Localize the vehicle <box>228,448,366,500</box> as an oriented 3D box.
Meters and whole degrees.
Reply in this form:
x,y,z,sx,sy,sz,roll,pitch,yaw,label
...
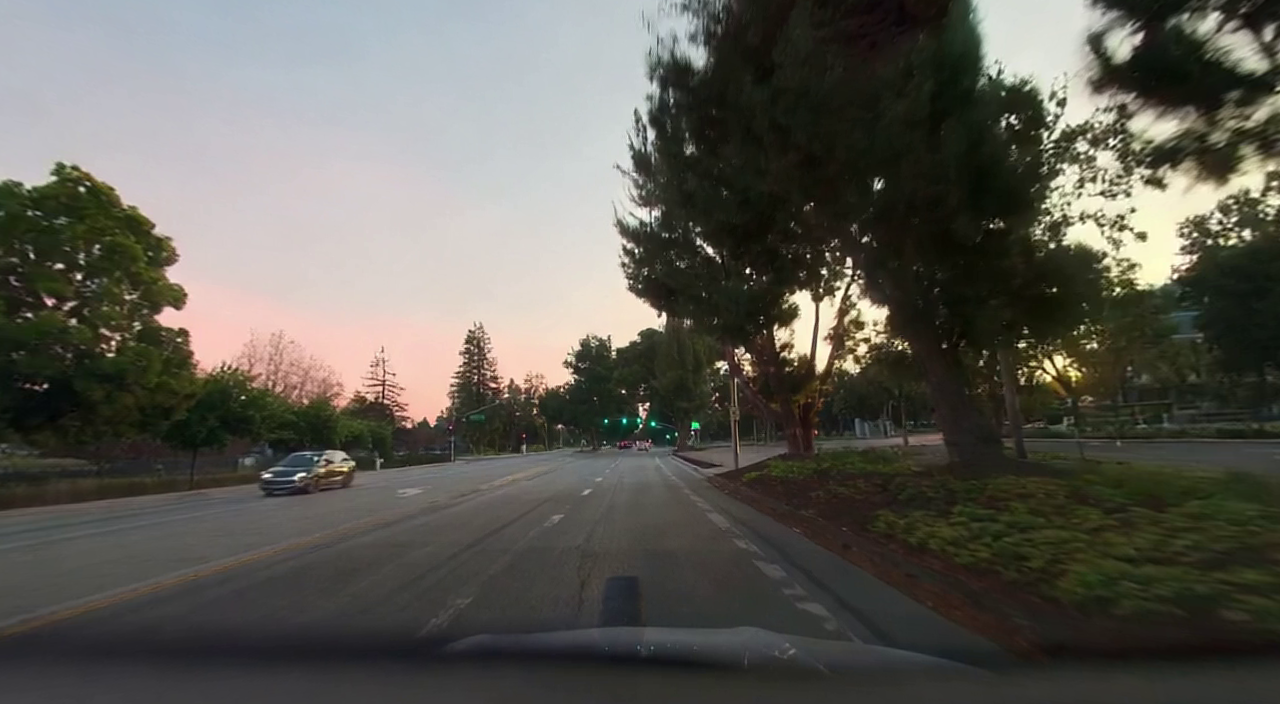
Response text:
x,y,z,sx,sy,sz,roll,pitch,yaw,label
-11.272,4.003,21.174,2.113,1.488,4.509,0,-8,0,vehicle
